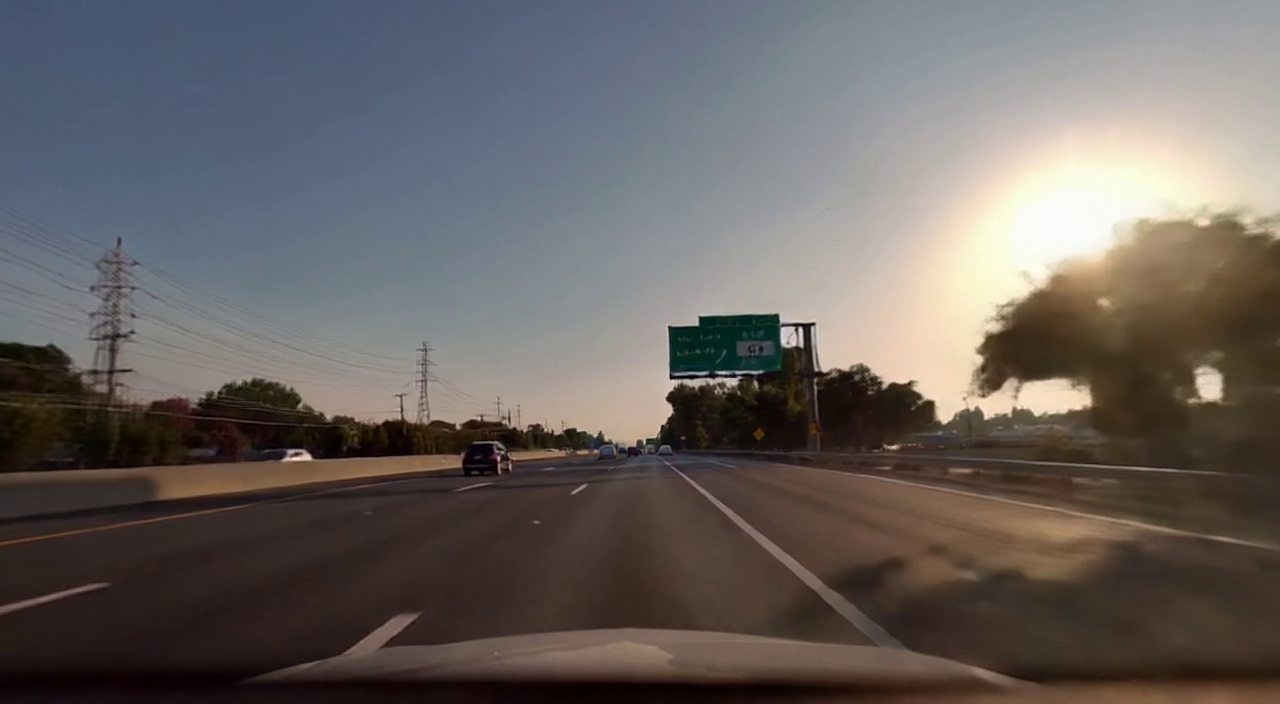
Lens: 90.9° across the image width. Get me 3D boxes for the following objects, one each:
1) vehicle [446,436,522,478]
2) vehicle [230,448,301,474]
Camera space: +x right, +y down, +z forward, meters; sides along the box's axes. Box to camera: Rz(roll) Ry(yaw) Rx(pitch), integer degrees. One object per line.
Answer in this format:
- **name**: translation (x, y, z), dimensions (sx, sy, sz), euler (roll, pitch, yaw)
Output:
- **vehicle**: translation (-7.009, 4.759, 28.898), dimensions (2.118, 1.696, 4.836), euler (-1, -8, 2)
- **vehicle**: translation (-25.209, 7.351, 42.632), dimensions (1.869, 1.569, 4.717), euler (0, -8, 0)
